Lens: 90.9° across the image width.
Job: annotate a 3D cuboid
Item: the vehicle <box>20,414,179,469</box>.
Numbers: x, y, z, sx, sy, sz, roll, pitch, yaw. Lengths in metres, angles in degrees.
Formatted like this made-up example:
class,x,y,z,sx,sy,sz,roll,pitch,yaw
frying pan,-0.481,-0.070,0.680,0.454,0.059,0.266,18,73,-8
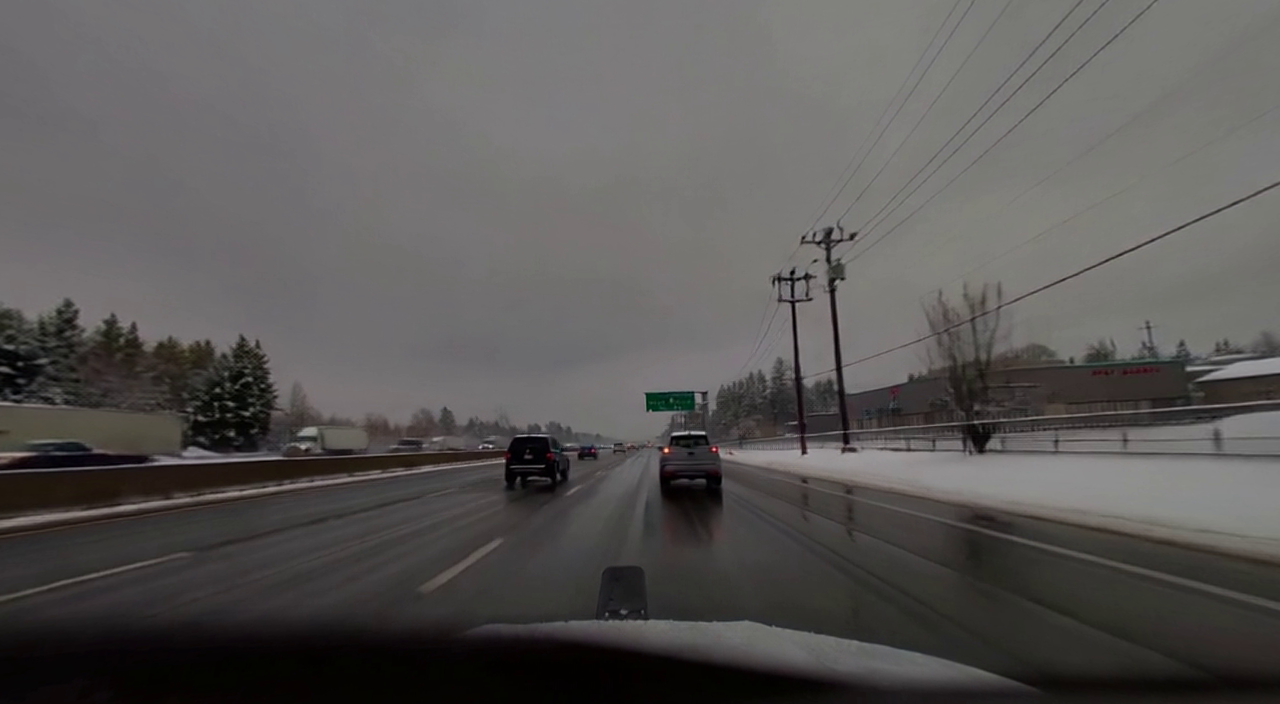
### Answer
class,x,y,z,sx,sy,sz,roll,pitch,yaw
vehicle,-31.786,5.376,37.642,2.911,2.955,7.369,0,-9,0

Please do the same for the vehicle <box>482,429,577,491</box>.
class,x,y,z,sx,sy,sz,roll,pitch,yaw
vehicle,-3.385,3.416,20.264,2.125,1.764,4.393,0,-9,1

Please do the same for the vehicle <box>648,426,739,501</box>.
class,x,y,z,sx,sy,sz,roll,pitch,yaw
vehicle,1.306,2.934,16.918,2.134,1.733,4.049,0,-9,2

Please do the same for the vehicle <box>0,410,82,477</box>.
class,x,y,z,sx,sy,sz,roll,pitch,yaw
vehicle,-31.790,4.653,32.074,2.867,3.154,4.023,0,-9,-1
